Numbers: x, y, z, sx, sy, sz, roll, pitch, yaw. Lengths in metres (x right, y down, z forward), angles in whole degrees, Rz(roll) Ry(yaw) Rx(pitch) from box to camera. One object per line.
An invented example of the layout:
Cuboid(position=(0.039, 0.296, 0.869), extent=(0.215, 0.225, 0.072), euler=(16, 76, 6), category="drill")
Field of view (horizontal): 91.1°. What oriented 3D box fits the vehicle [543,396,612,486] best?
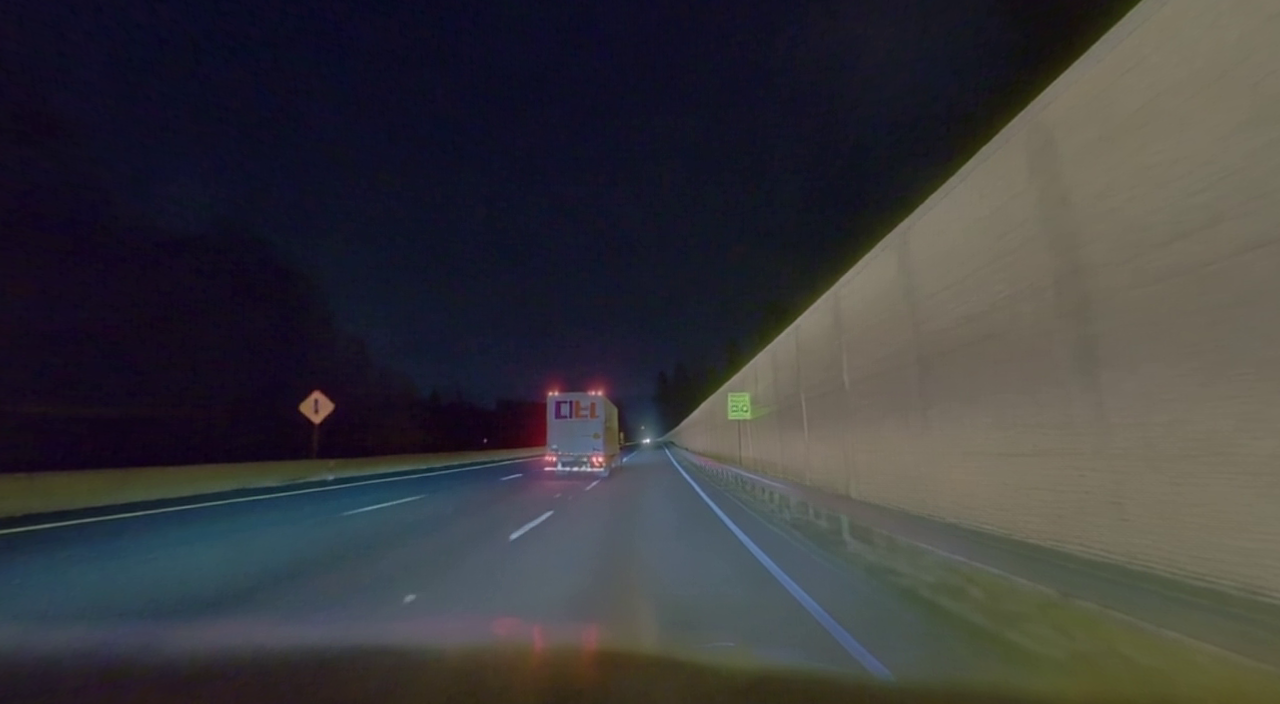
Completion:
Cuboid(position=(-3.107, 4.734, 33.864), extent=(2.796, 4.184, 8.554), euler=(1, -8, 0), category="vehicle")
